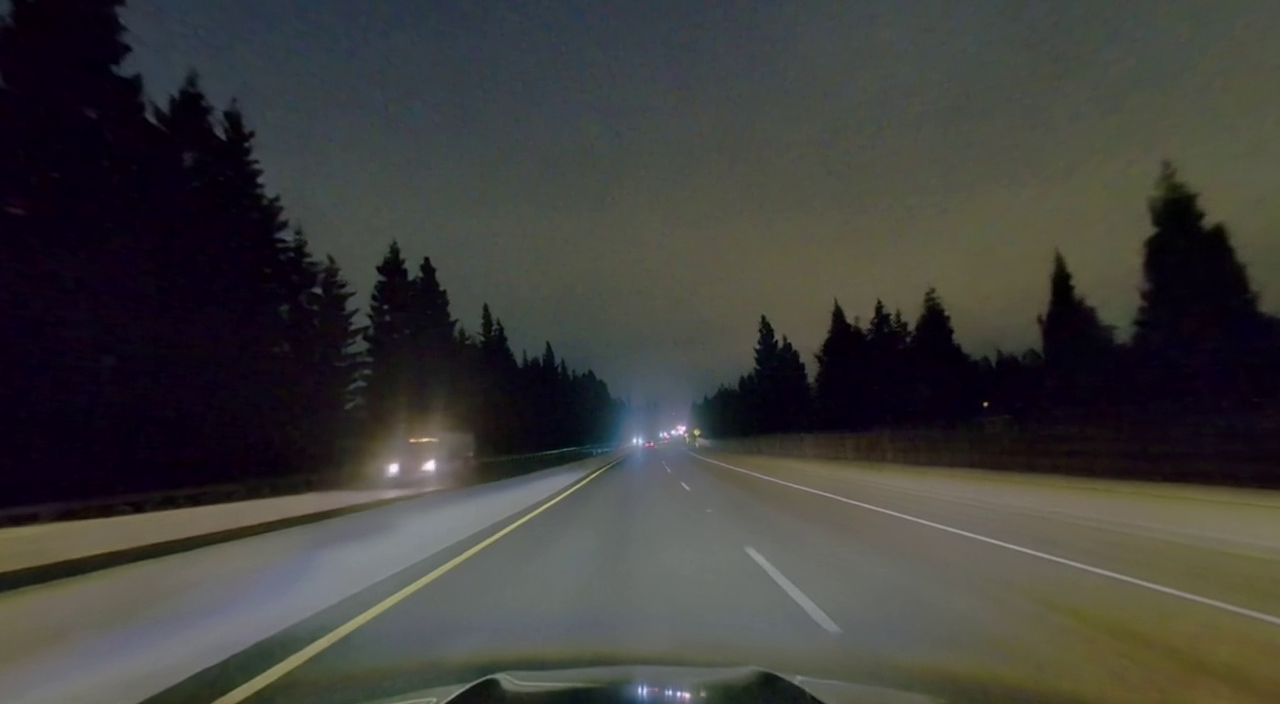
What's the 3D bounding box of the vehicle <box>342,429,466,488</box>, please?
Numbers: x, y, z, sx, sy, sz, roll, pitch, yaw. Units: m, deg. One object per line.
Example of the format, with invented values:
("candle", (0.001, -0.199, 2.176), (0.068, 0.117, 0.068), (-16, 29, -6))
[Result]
("vehicle", (-8.596, 3.960, 23.718), (2.344, 1.898, 5.764), (-1, -9, 1))
